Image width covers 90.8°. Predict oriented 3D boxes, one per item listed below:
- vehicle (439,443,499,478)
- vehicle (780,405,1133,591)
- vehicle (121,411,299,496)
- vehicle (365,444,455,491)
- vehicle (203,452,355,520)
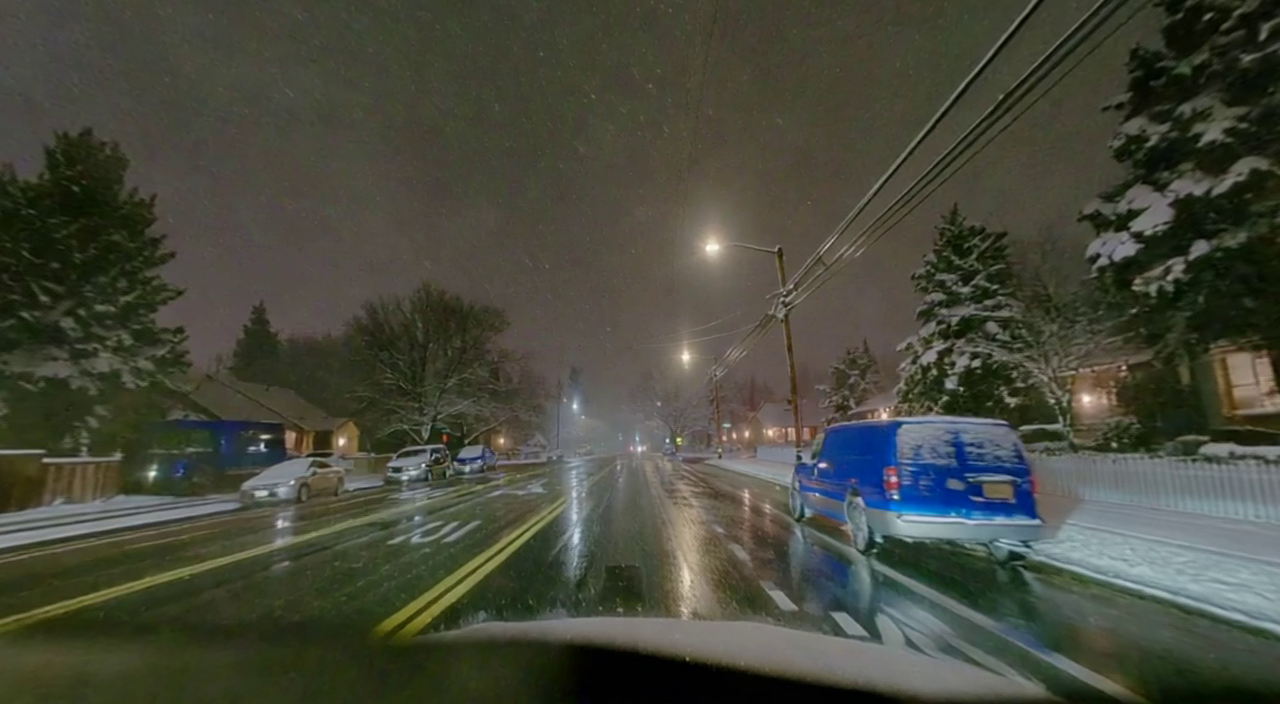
[{"bbox_3d":[-11.071,7.025,41.404,2.241,1.944,5.709,-4,-8,0],"label":"vehicle"},{"bbox_3d":[3.941,1.949,9.499,2.407,1.926,5.615,0,-9,0],"label":"vehicle"},{"bbox_3d":[-17.995,4.309,27.100,2.725,3.122,6.348,-2,-9,5],"label":"vehicle"},{"bbox_3d":[-11.102,5.578,31.065,2.341,1.835,5.570,-3,-7,0],"label":"vehicle"},{"bbox_3d":[-11.282,4.156,20.228,2.186,1.532,4.751,-5,-7,-1],"label":"vehicle"}]
